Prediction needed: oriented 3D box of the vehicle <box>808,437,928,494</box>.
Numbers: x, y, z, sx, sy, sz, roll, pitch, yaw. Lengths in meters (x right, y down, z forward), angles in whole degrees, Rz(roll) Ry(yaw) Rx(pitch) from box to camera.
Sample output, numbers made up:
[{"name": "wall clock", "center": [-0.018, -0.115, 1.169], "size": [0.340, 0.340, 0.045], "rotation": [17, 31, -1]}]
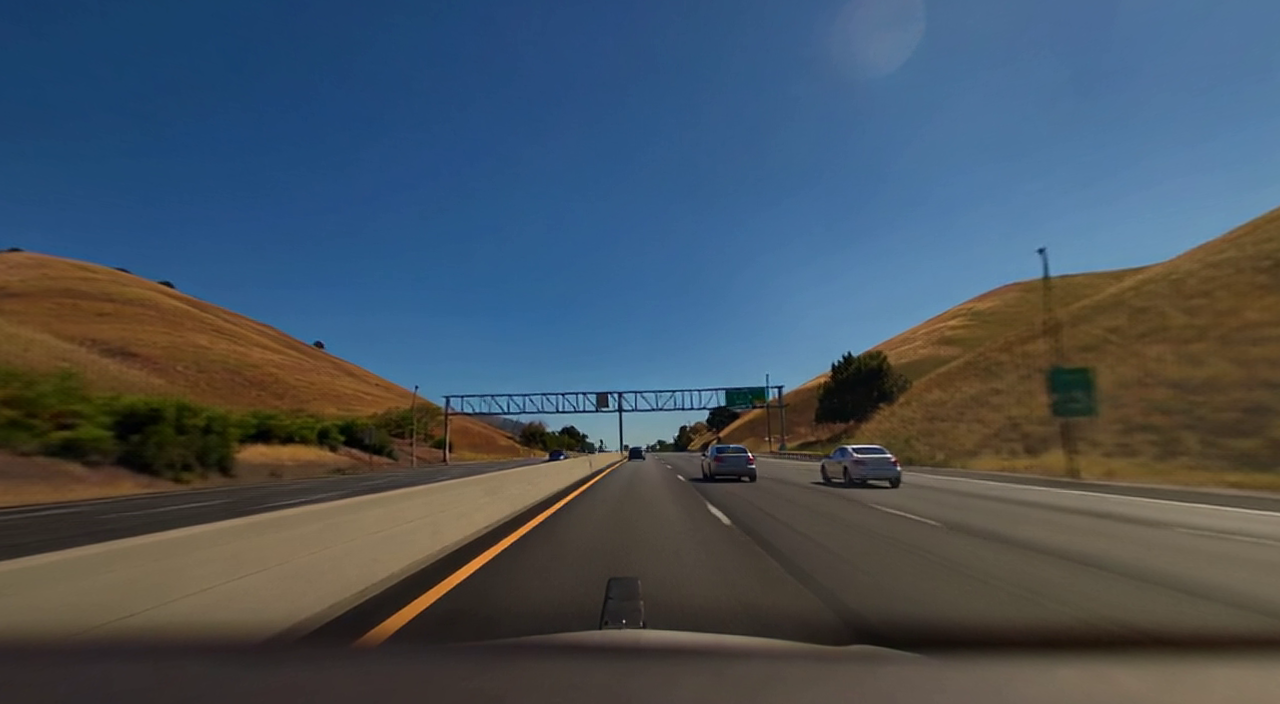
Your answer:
[{"name": "vehicle", "center": [6.900, 3.462, 19.696], "size": [1.988, 1.530, 4.777], "rotation": [0, -8, 0]}]

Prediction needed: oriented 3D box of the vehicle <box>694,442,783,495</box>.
[{"name": "vehicle", "center": [2.906, 3.542, 19.554], "size": [2.044, 1.444, 4.216], "rotation": [0, -8, -1]}]
